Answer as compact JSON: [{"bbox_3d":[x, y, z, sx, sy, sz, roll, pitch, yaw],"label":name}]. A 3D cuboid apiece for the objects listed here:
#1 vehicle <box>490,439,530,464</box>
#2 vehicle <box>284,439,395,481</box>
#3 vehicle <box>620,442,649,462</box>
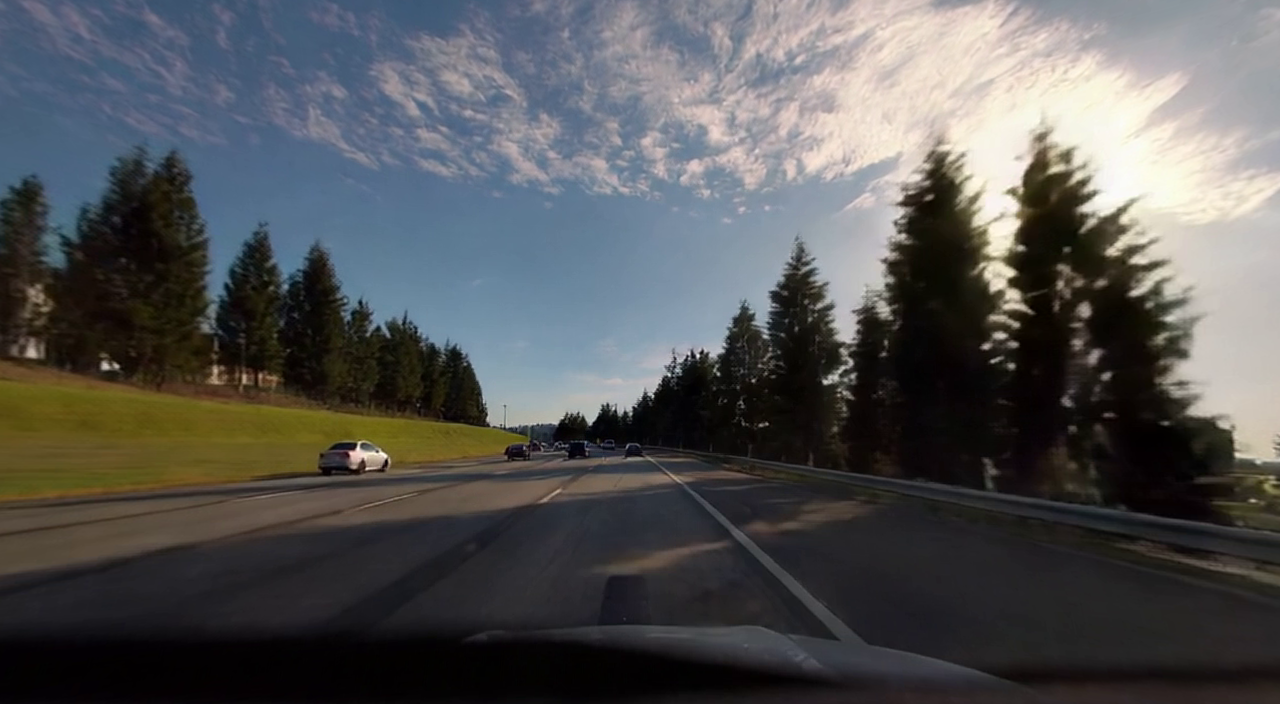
[{"bbox_3d":[-9.099,7.020,44.386,2.015,1.651,4.432,0,-8,-2],"label":"vehicle"},{"bbox_3d":[-11.778,4.245,25.029,2.056,1.489,4.852,0,-8,-1],"label":"vehicle"},{"bbox_3d":[-0.470,7.610,48.026,2.060,1.465,3.974,0,-8,-3],"label":"vehicle"}]
